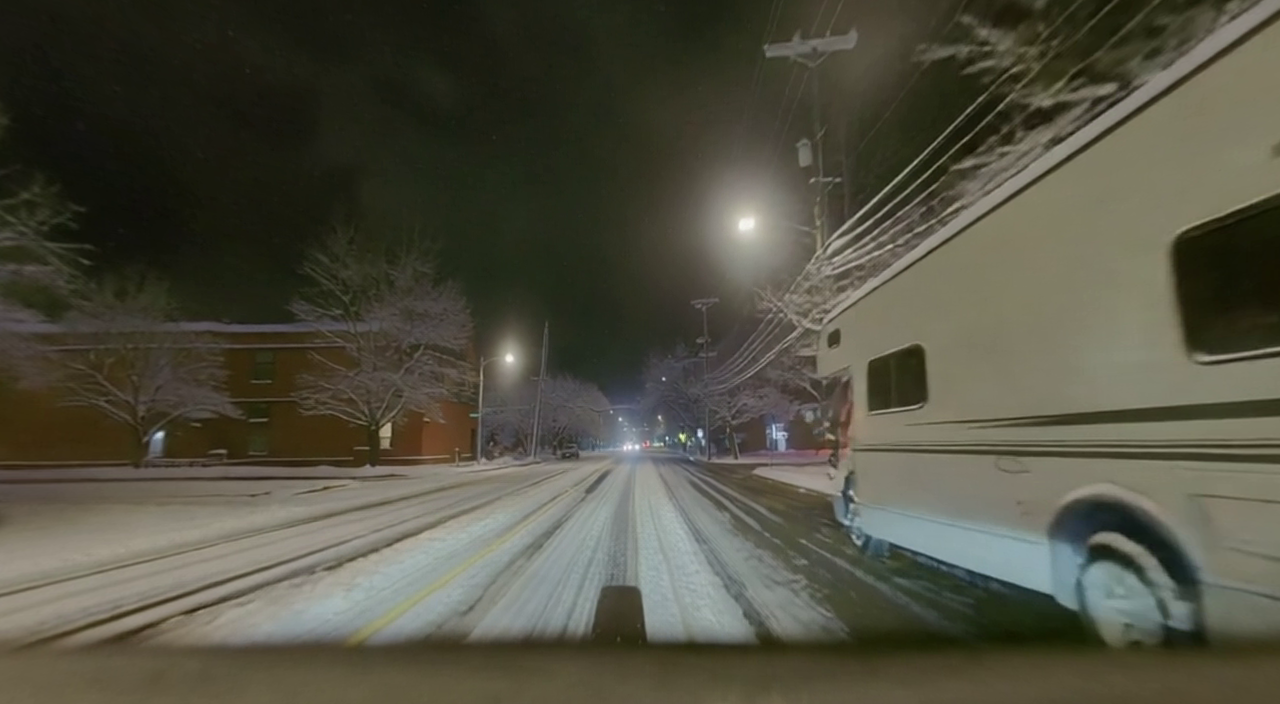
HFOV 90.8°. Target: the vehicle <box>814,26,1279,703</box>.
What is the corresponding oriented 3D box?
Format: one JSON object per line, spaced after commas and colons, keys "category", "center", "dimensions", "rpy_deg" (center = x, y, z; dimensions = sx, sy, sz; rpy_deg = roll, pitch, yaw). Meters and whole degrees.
{"category": "vehicle", "center": [4.244, 0.593, 4.952], "dimensions": [3.110, 3.241, 8.788], "rpy_deg": [0, -9, -1]}
